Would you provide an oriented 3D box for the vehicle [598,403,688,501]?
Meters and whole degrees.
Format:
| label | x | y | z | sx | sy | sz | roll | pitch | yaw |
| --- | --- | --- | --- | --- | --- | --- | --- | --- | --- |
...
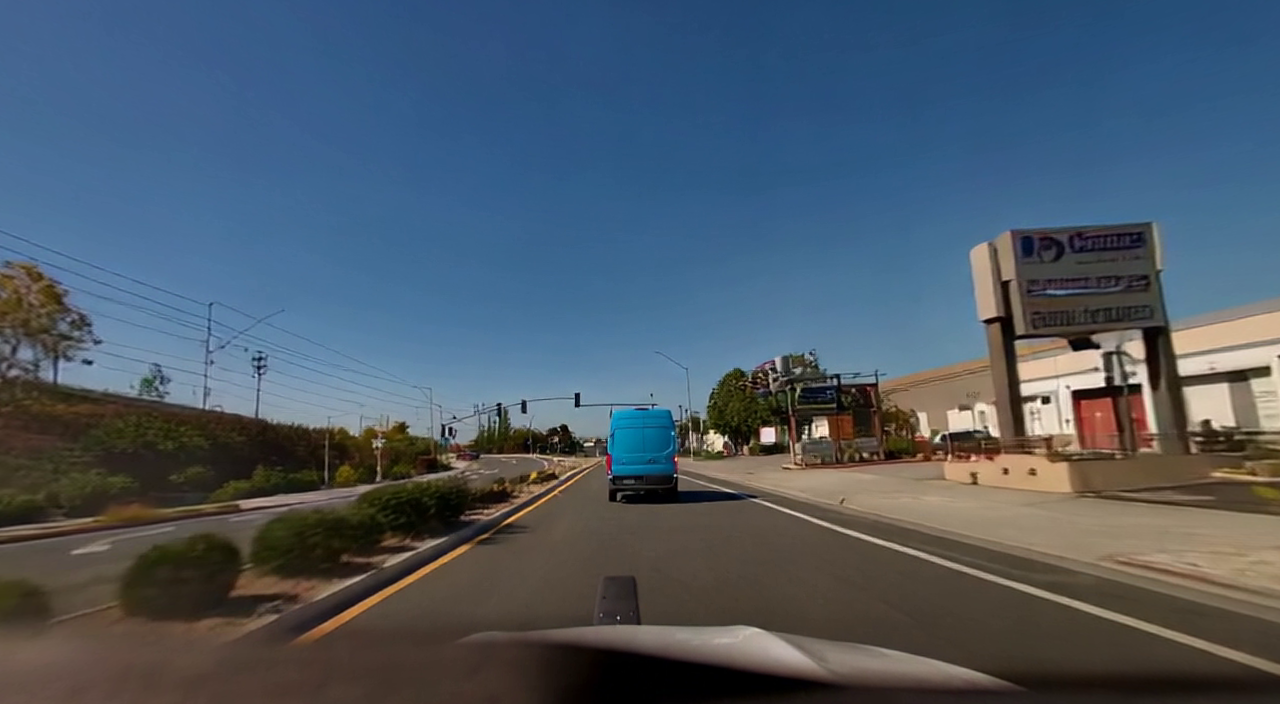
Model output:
| label | x | y | z | sx | sy | sz | roll | pitch | yaw |
| --- | --- | --- | --- | --- | --- | --- | --- | --- | --- |
| vehicle | -0.050 | 3.151 | 19.937 | 2.432 | 2.624 | 5.670 | 0 | -9 | -3 |
